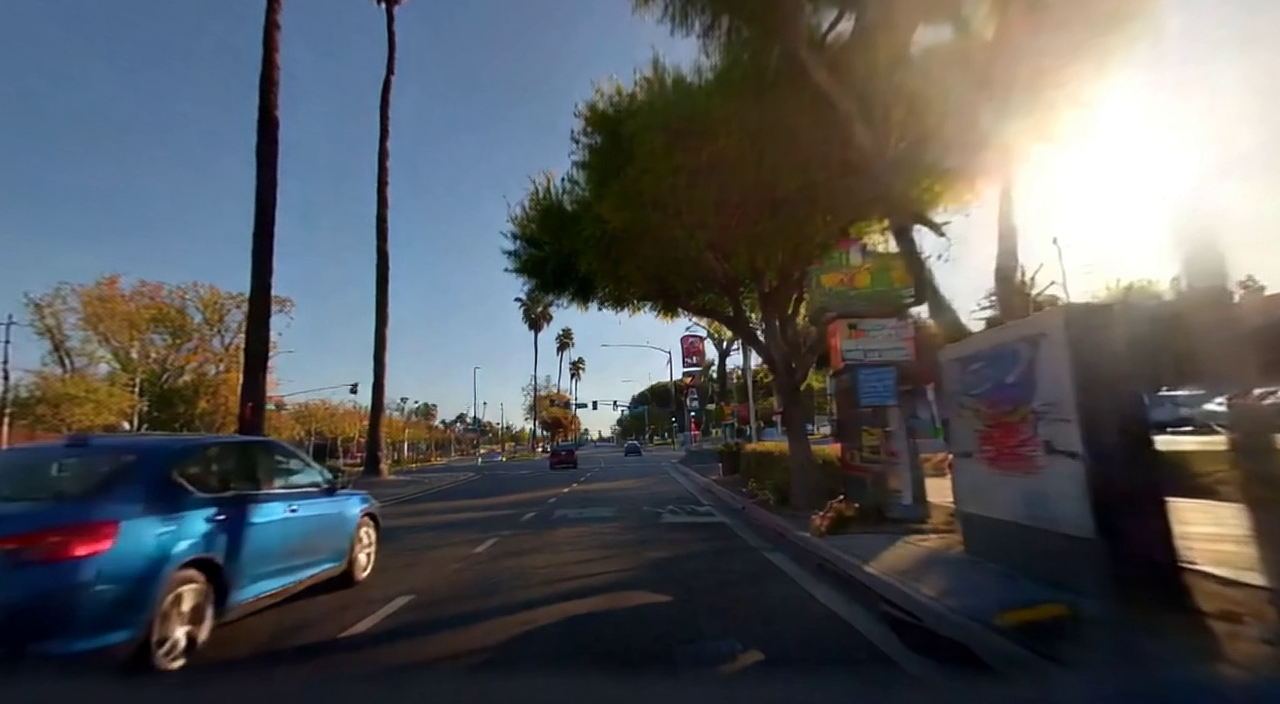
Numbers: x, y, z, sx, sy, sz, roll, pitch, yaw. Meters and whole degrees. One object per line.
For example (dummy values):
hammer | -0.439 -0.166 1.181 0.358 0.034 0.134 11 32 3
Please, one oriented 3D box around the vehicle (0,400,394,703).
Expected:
vehicle | -3.478 1.122 3.652 2.160 1.497 4.573 0 -8 1
